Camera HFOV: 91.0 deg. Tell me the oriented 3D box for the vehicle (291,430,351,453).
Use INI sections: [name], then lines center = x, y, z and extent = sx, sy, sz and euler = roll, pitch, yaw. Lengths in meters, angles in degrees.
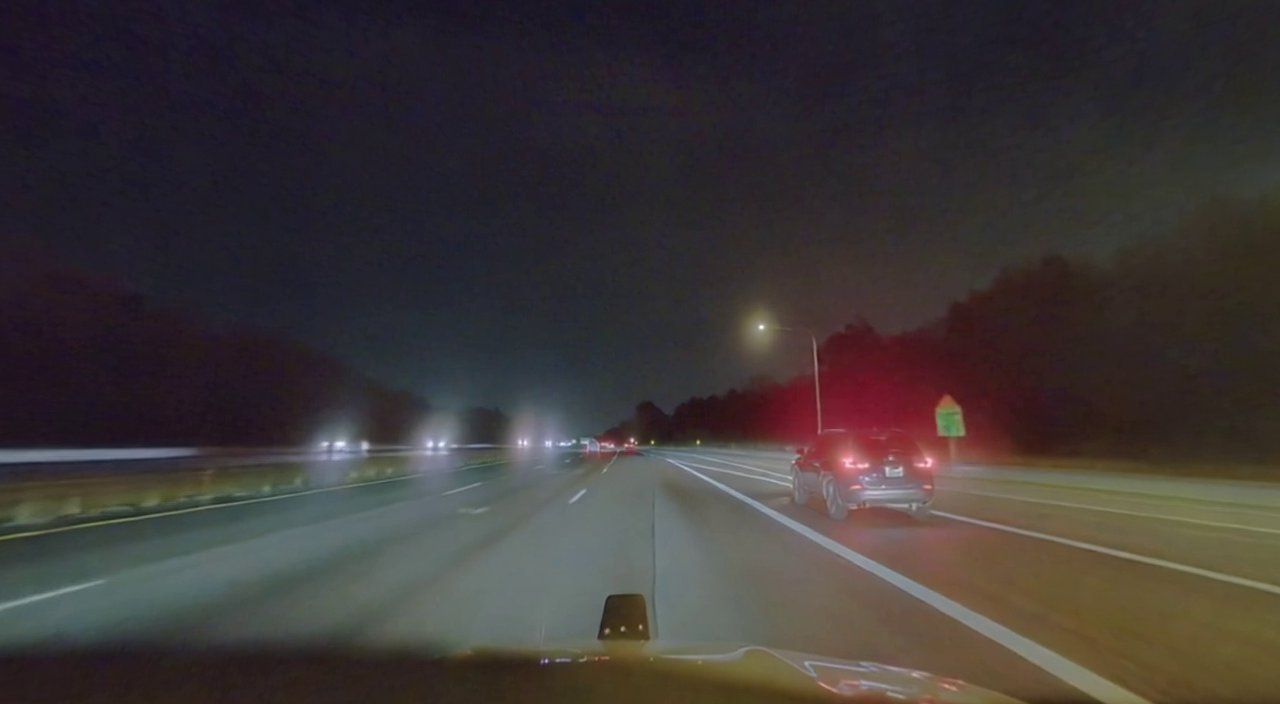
[vehicle]
center = -22.132, 6.235, 43.883
extent = 2.084, 1.475, 4.031
euler = 0, -8, -1
